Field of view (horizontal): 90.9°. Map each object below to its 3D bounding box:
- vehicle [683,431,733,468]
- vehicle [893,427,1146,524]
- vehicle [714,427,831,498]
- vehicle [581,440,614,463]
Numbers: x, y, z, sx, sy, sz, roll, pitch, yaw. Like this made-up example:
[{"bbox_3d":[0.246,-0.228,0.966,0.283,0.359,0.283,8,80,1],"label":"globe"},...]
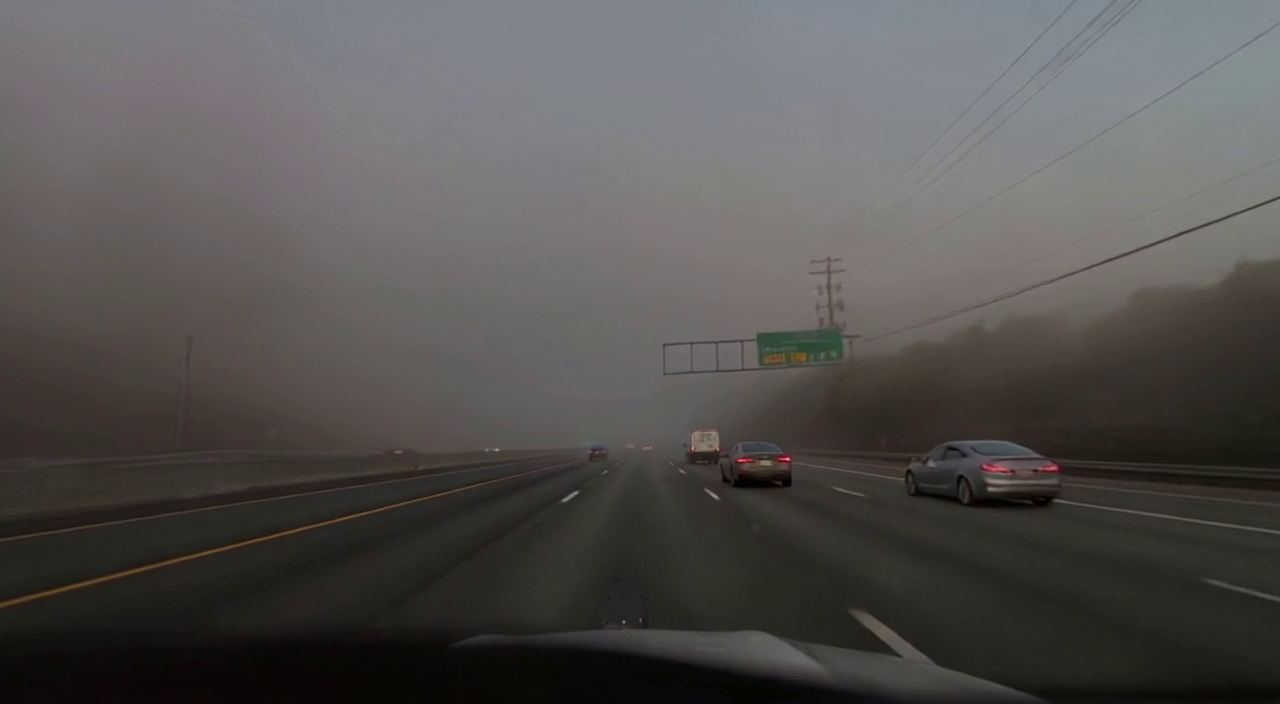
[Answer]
[{"bbox_3d":[4.024,5.897,38.328,2.442,2.022,5.466,0,-8,0],"label":"vehicle"},{"bbox_3d":[7.026,2.318,12.507,1.988,1.518,4.856,0,-8,0],"label":"vehicle"},{"bbox_3d":[3.387,2.935,17.125,2.146,1.639,4.475,0,-8,-1],"label":"vehicle"},{"bbox_3d":[-3.165,7.491,47.635,2.106,1.682,4.395,-1,-8,2],"label":"vehicle"}]
